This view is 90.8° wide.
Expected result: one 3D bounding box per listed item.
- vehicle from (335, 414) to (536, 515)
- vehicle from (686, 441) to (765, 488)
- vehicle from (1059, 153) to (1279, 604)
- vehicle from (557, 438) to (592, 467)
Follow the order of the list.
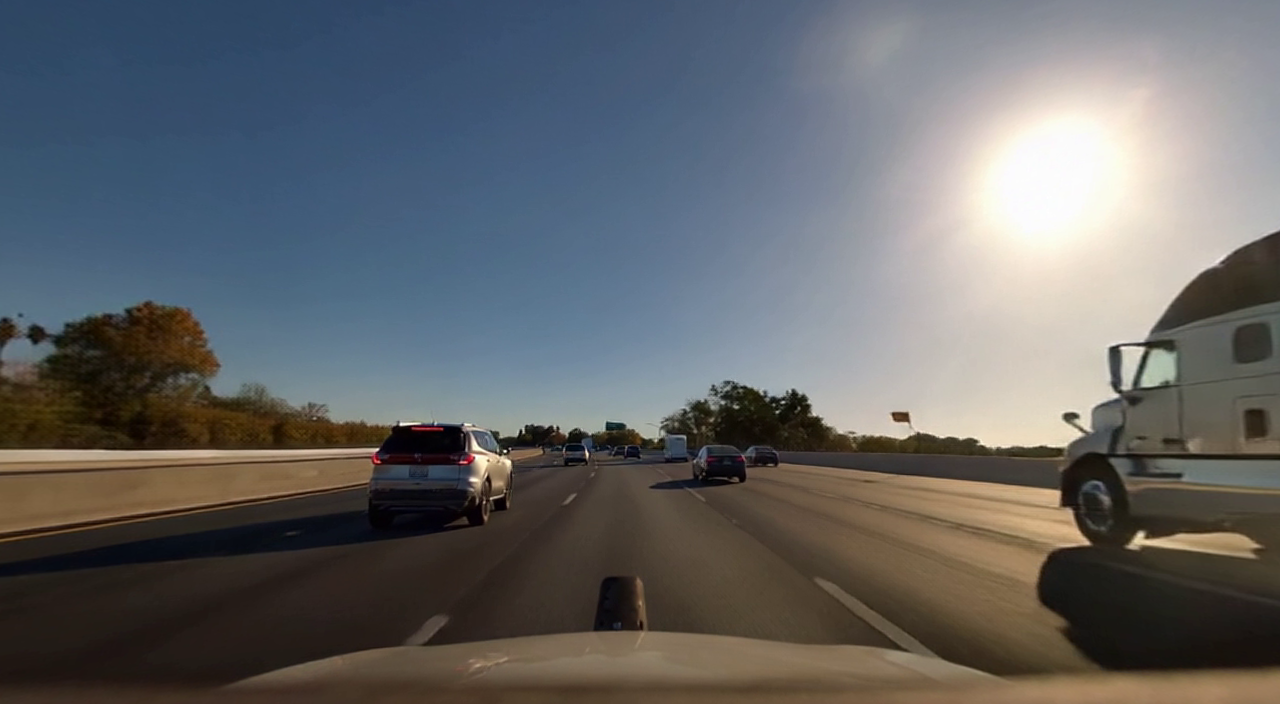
[{"bbox_3d":[-4.251,2.517,14.619,2.684,1.839,5.803,0,-9,0],"label":"vehicle"},{"bbox_3d":[2.956,4.023,22.872,2.053,1.510,4.400,0,-9,-3],"label":"vehicle"},{"bbox_3d":[7.240,-0.267,2.140,3.548,3.827,11.870,0,-9,1],"label":"vehicle"},{"bbox_3d":[-4.479,6.913,43.608,2.149,1.843,4.348,1,-9,-3],"label":"vehicle"}]
